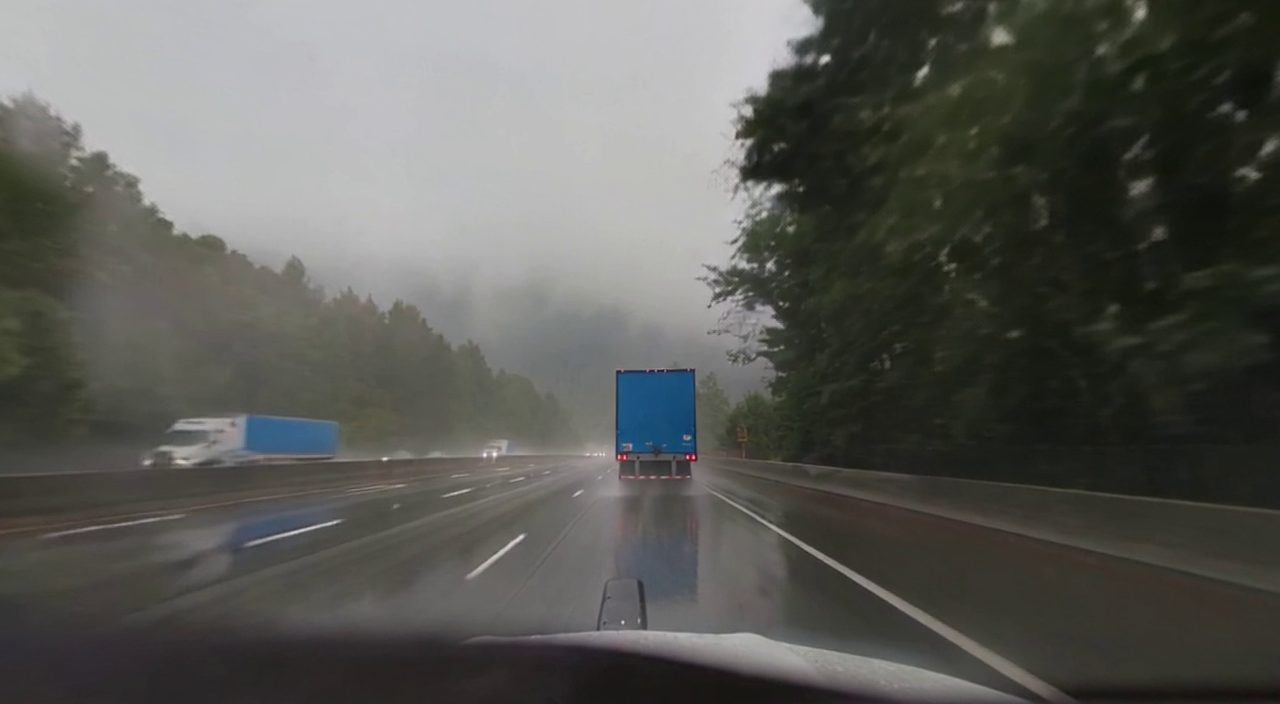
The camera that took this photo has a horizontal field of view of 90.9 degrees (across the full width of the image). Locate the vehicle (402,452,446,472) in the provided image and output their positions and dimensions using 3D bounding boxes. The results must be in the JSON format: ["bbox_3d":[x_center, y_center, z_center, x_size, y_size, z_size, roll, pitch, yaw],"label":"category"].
[{"bbox_3d":[-15.937,8.109,46.665,1.833,1.421,4.005,0,-9,0],"label":"vehicle"}]

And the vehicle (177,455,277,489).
[{"bbox_3d":[-19.597,5.685,30.168,1.809,1.437,4.370,0,-9,0],"label":"vehicle"}]

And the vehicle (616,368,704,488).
[{"bbox_3d":[0.609,3.271,25.934,2.898,3.973,10.063,0,-9,0],"label":"vehicle"}]

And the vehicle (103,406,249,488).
[{"bbox_3d":[-23.882,4.952,32.919,3.064,3.891,5.775,0,-9,-1],"label":"vehicle"}]
